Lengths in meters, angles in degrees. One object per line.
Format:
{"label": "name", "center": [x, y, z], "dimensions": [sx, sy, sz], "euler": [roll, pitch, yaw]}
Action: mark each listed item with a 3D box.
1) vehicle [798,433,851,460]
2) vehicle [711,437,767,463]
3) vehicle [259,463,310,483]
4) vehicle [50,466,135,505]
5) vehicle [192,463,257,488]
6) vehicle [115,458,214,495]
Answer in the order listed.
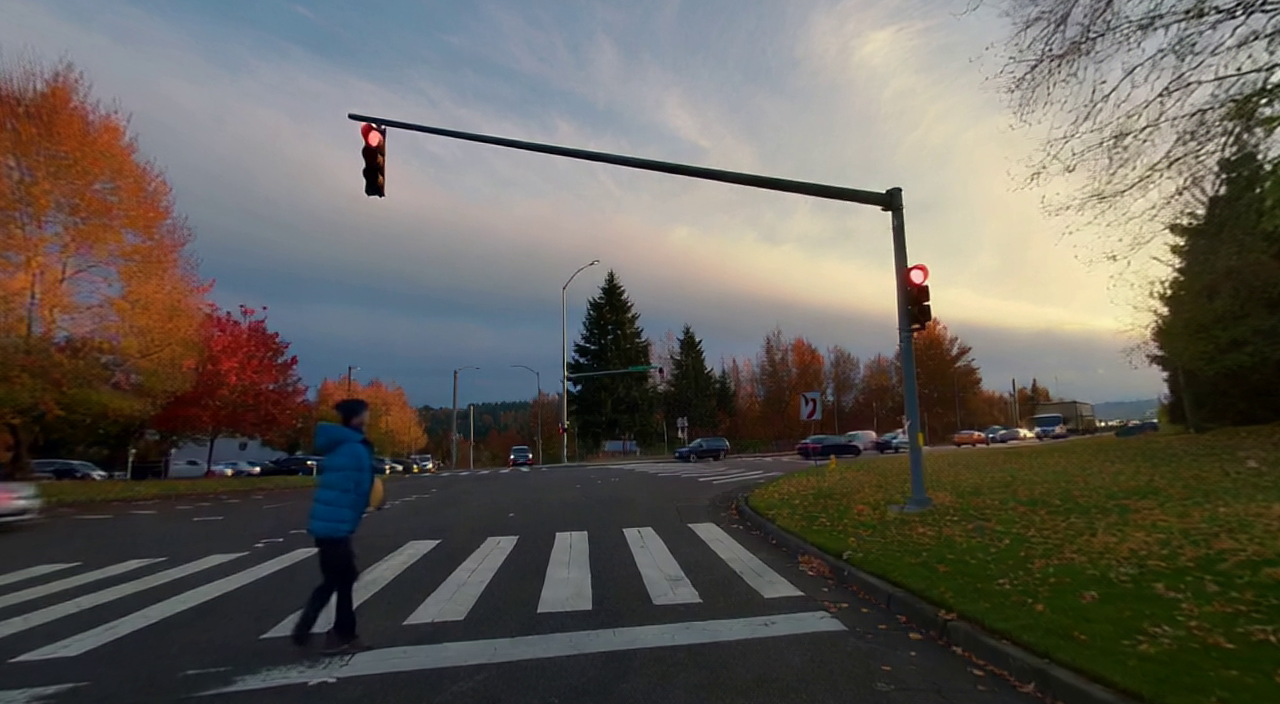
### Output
{"label": "vehicle", "center": [13.419, 6.826, 45.371], "dimensions": [2.036, 1.849, 4.811], "euler": [-7, -11, 36]}
{"label": "vehicle", "center": [6.974, 6.846, 43.942], "dimensions": [1.867, 1.743, 4.259], "euler": [-8, -11, 40]}
{"label": "vehicle", "center": [-28.132, 9.586, 49.757], "dimensions": [1.776, 1.452, 3.920], "euler": [0, -9, 0]}
{"label": "vehicle", "center": [-25.420, 6.160, 29.254], "dimensions": [1.694, 1.528, 4.225], "euler": [3, -9, -23]}
{"label": "vehicle", "center": [-28.541, 8.478, 43.184], "dimensions": [1.768, 1.465, 3.972], "euler": [0, -9, -1]}
{"label": "vehicle", "center": [-27.827, 7.272, 36.912], "dimensions": [2.064, 1.913, 5.081], "euler": [0, -9, -4]}
